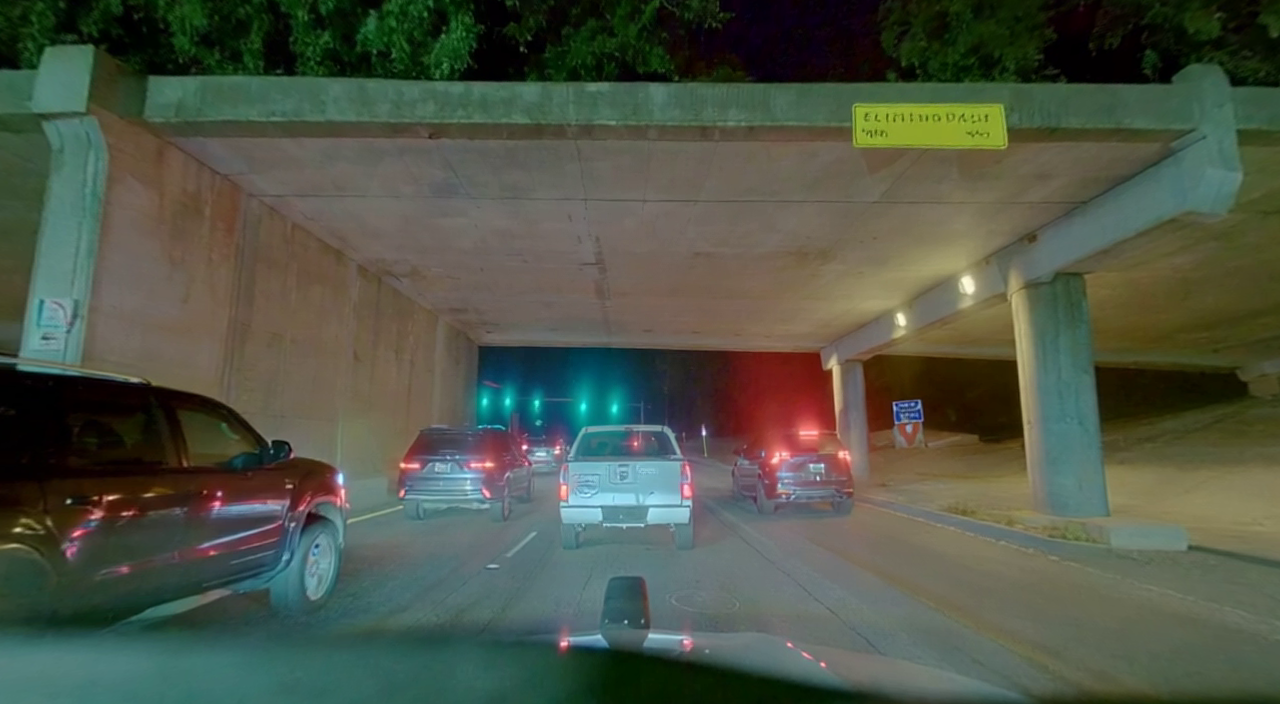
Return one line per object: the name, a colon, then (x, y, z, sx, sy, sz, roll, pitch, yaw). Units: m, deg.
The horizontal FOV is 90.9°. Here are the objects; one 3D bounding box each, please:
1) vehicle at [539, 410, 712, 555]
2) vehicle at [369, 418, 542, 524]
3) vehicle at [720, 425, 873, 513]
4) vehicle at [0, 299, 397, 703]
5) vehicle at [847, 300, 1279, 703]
vehicle: (-0.211, 1.876, 9.641, 2.097, 1.748, 3.794, 0, -8, -1)
vehicle: (-3.338, 2.250, 12.371, 2.127, 1.720, 4.064, 0, -8, 0)
vehicle: (3.460, 2.731, 15.269, 2.234, 1.720, 5.378, 0, -8, -1)
vehicle: (-3.393, 0.911, 3.616, 2.074, 1.814, 4.596, 0, -8, 1)
vehicle: (3.673, 1.095, 5.060, 2.401, 1.968, 4.841, 0, -8, 1)
